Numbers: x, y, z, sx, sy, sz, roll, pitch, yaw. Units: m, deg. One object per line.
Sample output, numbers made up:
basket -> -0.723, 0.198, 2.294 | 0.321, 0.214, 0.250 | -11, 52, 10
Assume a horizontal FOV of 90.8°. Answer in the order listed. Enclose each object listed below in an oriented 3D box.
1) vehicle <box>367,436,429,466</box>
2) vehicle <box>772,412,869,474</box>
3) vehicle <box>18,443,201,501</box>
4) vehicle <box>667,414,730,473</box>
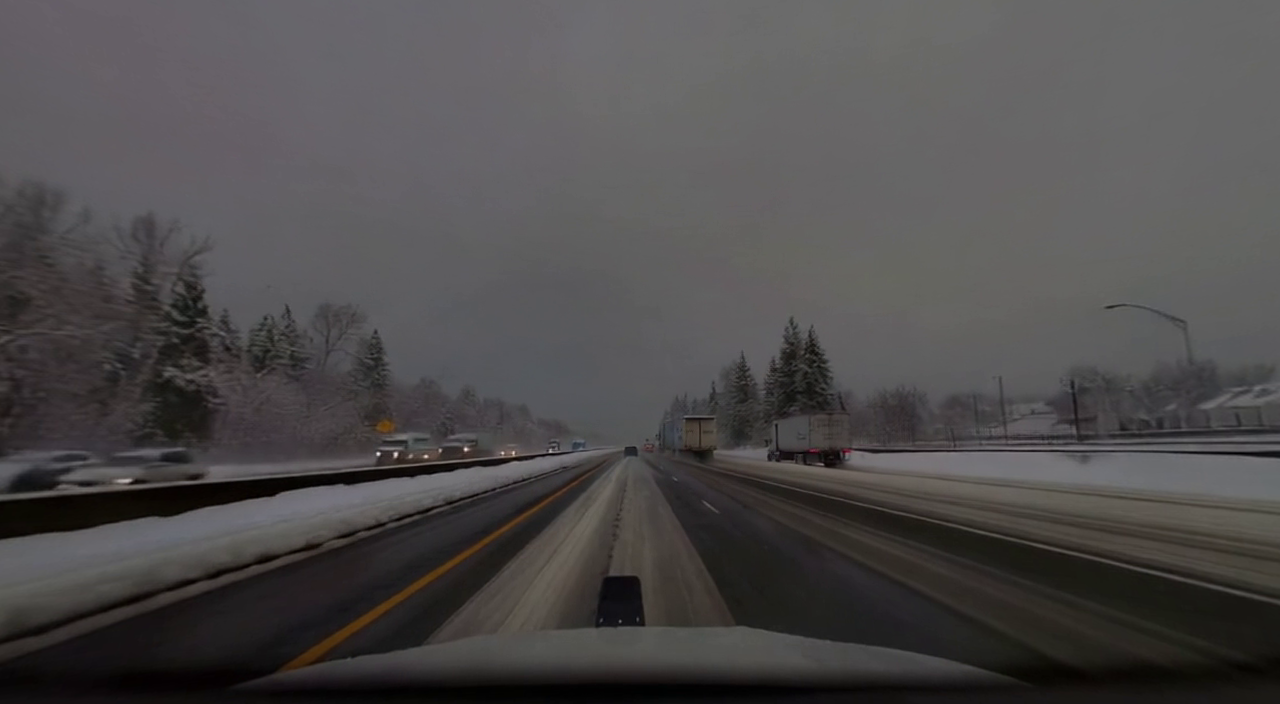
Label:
vehicle -> -17.479, 7.194, 45.952 | 2.330, 2.041, 5.234 | 0, -9, 1
vehicle -> 10.615, 5.558, 38.460 | 2.912, 3.293, 9.588 | 0, -9, -1
vehicle -> -14.040, 3.162, 17.022 | 1.881, 1.385, 3.476 | 0, -9, -1
vehicle -> 3.263, 5.403, 37.125 | 2.742, 3.054, 7.537 | 0, -9, -2
